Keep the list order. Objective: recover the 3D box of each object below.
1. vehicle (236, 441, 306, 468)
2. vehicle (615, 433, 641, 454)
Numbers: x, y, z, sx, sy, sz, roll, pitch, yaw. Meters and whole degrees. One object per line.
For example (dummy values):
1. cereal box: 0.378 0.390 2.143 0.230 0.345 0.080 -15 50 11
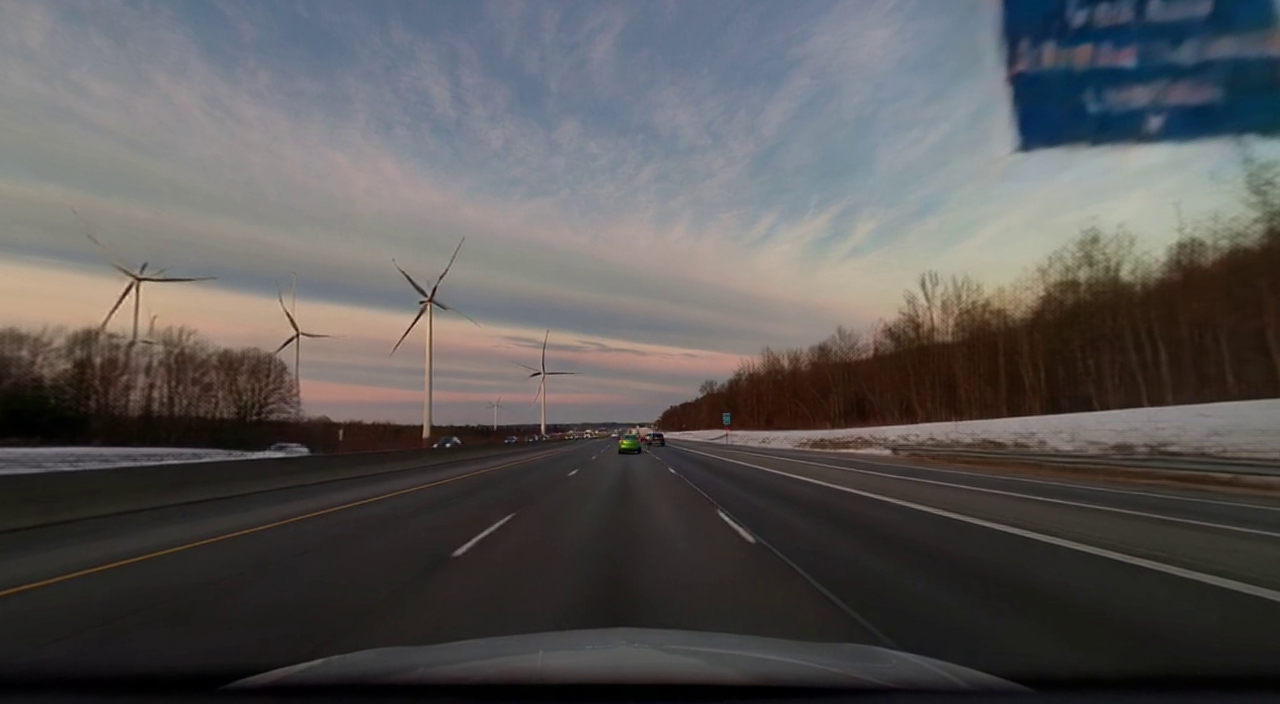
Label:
1. vehicle: -23.775 6.603 40.740 1.883 1.640 4.409 0 -8 -1
2. vehicle: -0.927 6.913 47.728 1.892 1.496 3.575 0 -8 -2
